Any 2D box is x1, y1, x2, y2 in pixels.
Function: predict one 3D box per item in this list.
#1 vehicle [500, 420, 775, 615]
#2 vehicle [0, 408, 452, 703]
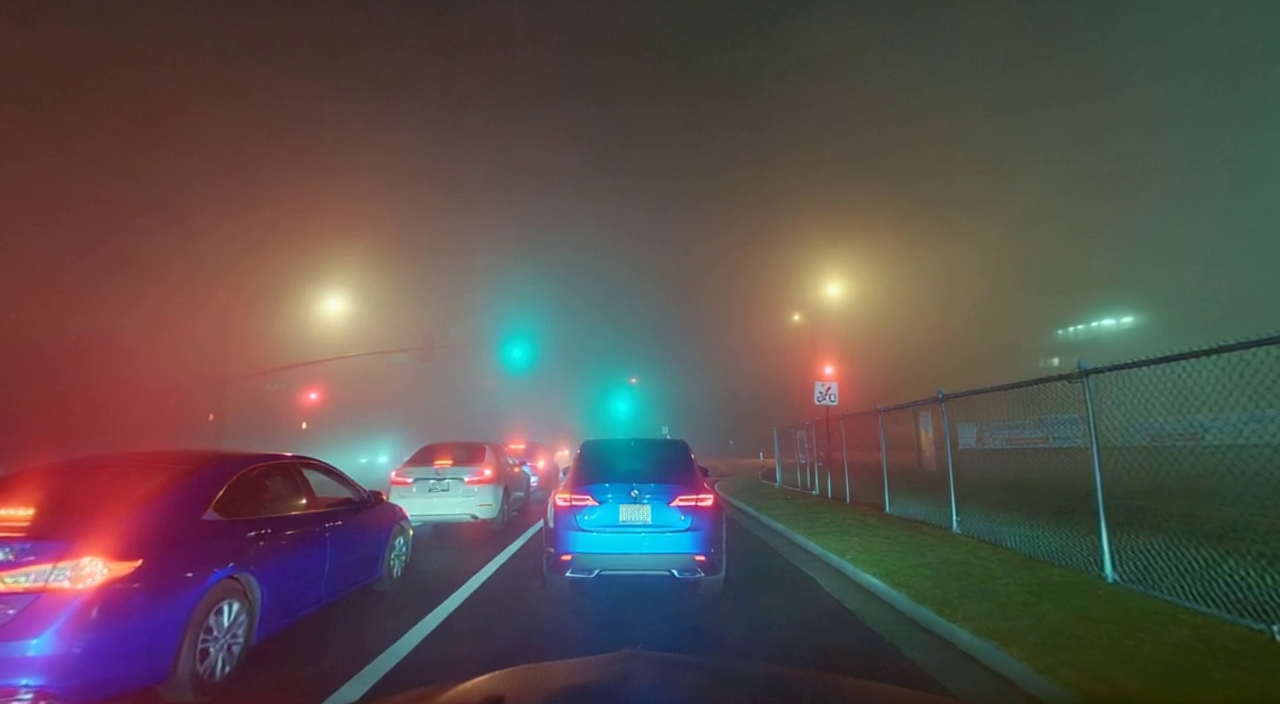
[{"bbox_3d":[-0.016,1.601,6.998,2.144,1.514,4.063,0,-9,0],"label":"vehicle"},{"bbox_3d":[-3.208,1.320,4.870,1.971,1.488,4.581,0,-9,1],"label":"vehicle"}]
